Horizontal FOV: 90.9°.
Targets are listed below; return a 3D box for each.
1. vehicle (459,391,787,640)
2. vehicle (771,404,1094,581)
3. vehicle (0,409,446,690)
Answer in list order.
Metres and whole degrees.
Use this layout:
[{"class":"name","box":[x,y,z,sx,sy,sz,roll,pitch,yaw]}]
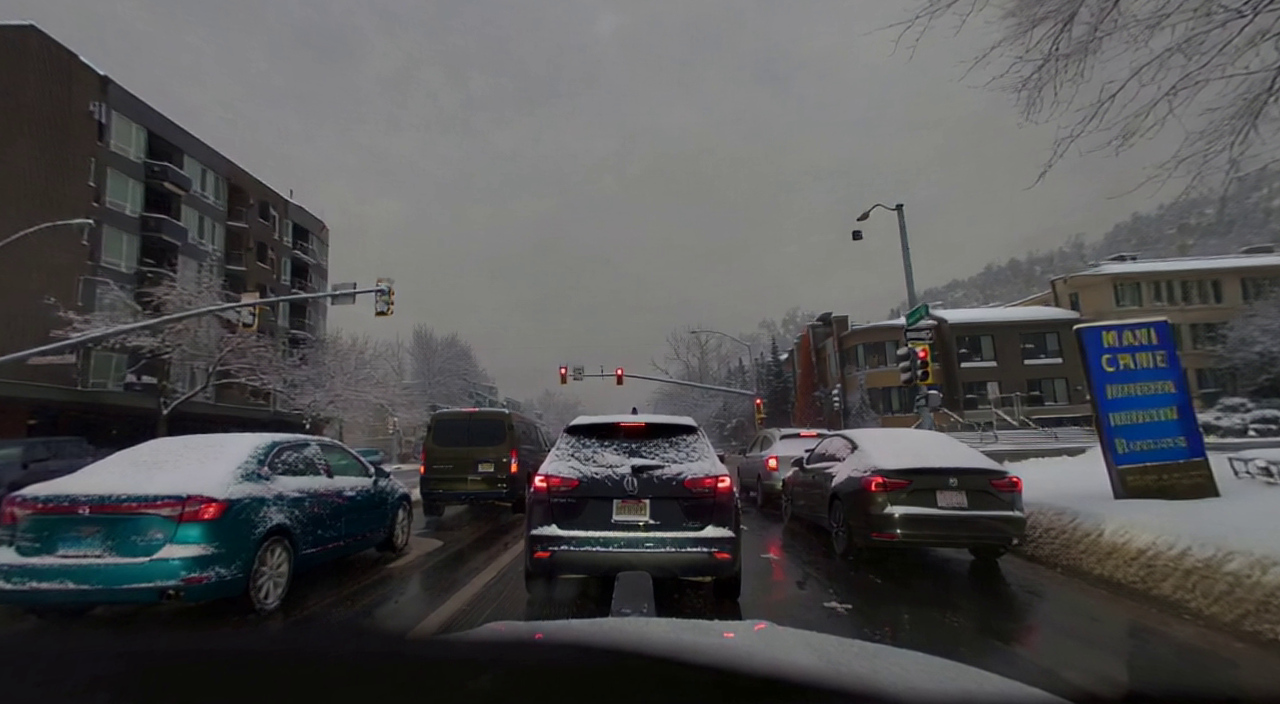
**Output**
[{"class":"vehicle","box":[-0.128,1.409,6.436,2.195,1.662,4.262,0,-8,0]},{"class":"vehicle","box":[3.228,1.660,8.259,2.004,1.646,4.554,0,-8,0]},{"class":"vehicle","box":[-3.545,1.419,5.813,1.906,1.524,4.547,0,-8,2]}]
